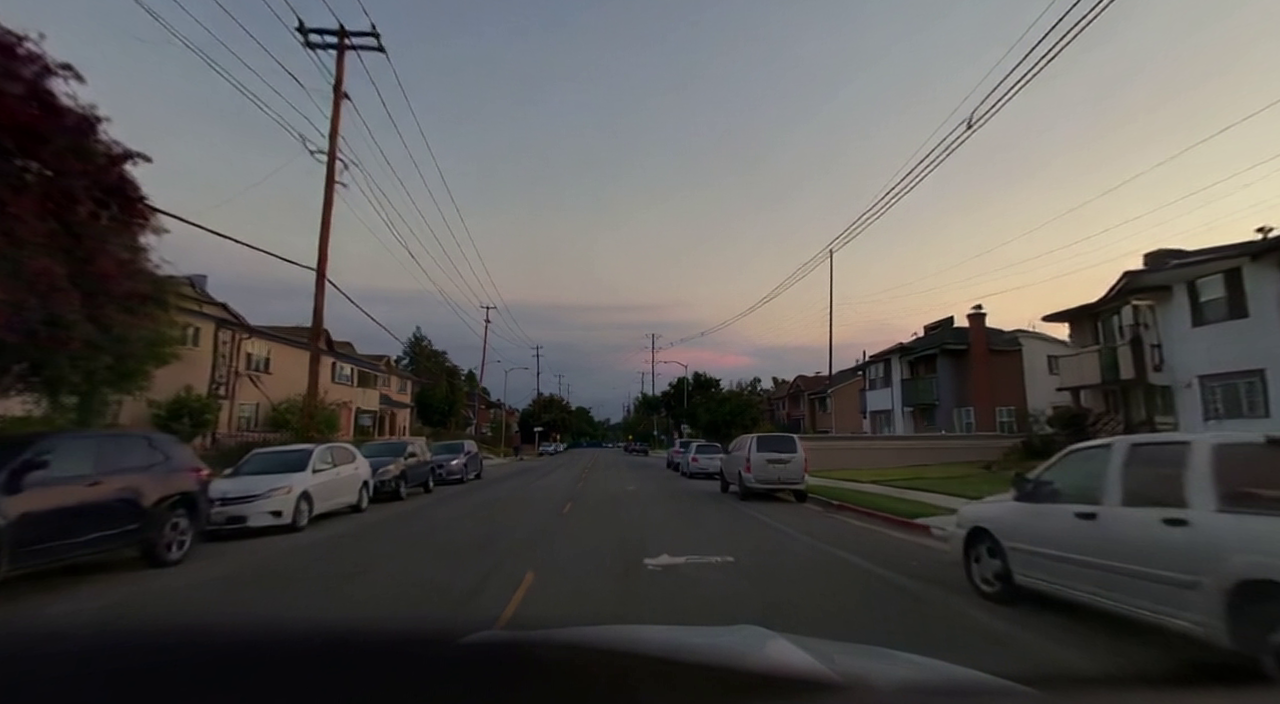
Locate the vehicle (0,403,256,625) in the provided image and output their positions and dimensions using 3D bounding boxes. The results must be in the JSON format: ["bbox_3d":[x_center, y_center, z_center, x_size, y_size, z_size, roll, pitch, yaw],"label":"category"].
[{"bbox_3d":[-6.291,1.495,6.513,2.094,1.766,4.482,1,-8,-5],"label":"vehicle"}]

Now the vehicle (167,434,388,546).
[{"bbox_3d":[-6.384,2.373,11.814,1.863,1.561,4.380,-3,-7,-5],"label":"vehicle"}]

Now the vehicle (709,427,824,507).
[{"bbox_3d":[3.056,2.886,16.233,1.936,1.756,4.127,0,-9,-2],"label":"vehicle"}]

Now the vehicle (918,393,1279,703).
[{"bbox_3d":[3.895,1.117,3.876,1.910,1.567,4.856,0,-9,-3],"label":"vehicle"}]
